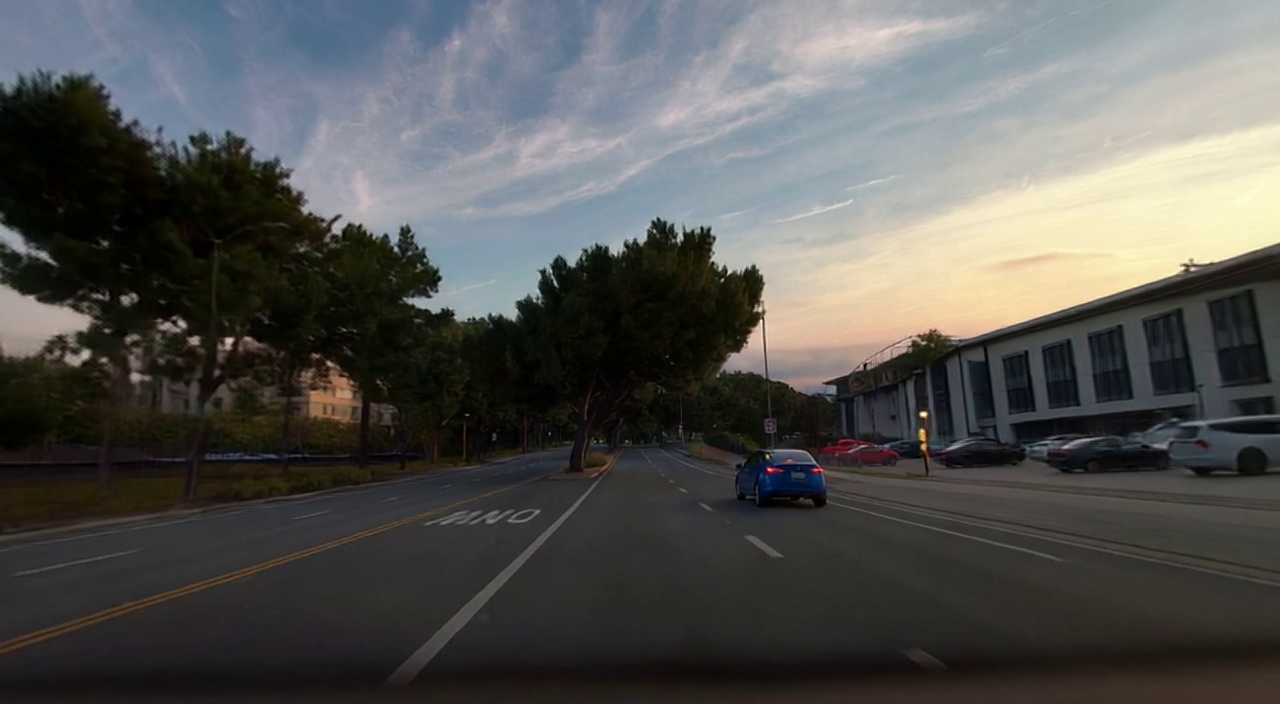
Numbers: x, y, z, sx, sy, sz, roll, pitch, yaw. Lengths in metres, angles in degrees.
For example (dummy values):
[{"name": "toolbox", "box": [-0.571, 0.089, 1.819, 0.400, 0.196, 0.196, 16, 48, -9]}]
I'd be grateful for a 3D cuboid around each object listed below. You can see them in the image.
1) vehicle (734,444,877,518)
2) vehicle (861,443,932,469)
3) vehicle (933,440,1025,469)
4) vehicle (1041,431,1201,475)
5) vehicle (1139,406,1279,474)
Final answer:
[{"name": "vehicle", "box": [3.736, 2.974, 15.232, 2.114, 1.493, 4.430, 0, -8, -2]}, {"name": "vehicle", "box": [19.418, 7.895, 47.873, 4.418, 1.418, 1.873, -5, -14, -2]}, {"name": "vehicle", "box": [17.682, 5.344, 33.096, 3.622, 1.432, 2.029, 0, -9, -3]}, {"name": "vehicle", "box": [18.162, 3.828, 24.016, 4.436, 1.556, 1.997, 0, -9, -2]}, {"name": "vehicle", "box": [18.527, 2.523, 18.147, 6.156, 1.801, 2.491, -1, -9, 0]}]
